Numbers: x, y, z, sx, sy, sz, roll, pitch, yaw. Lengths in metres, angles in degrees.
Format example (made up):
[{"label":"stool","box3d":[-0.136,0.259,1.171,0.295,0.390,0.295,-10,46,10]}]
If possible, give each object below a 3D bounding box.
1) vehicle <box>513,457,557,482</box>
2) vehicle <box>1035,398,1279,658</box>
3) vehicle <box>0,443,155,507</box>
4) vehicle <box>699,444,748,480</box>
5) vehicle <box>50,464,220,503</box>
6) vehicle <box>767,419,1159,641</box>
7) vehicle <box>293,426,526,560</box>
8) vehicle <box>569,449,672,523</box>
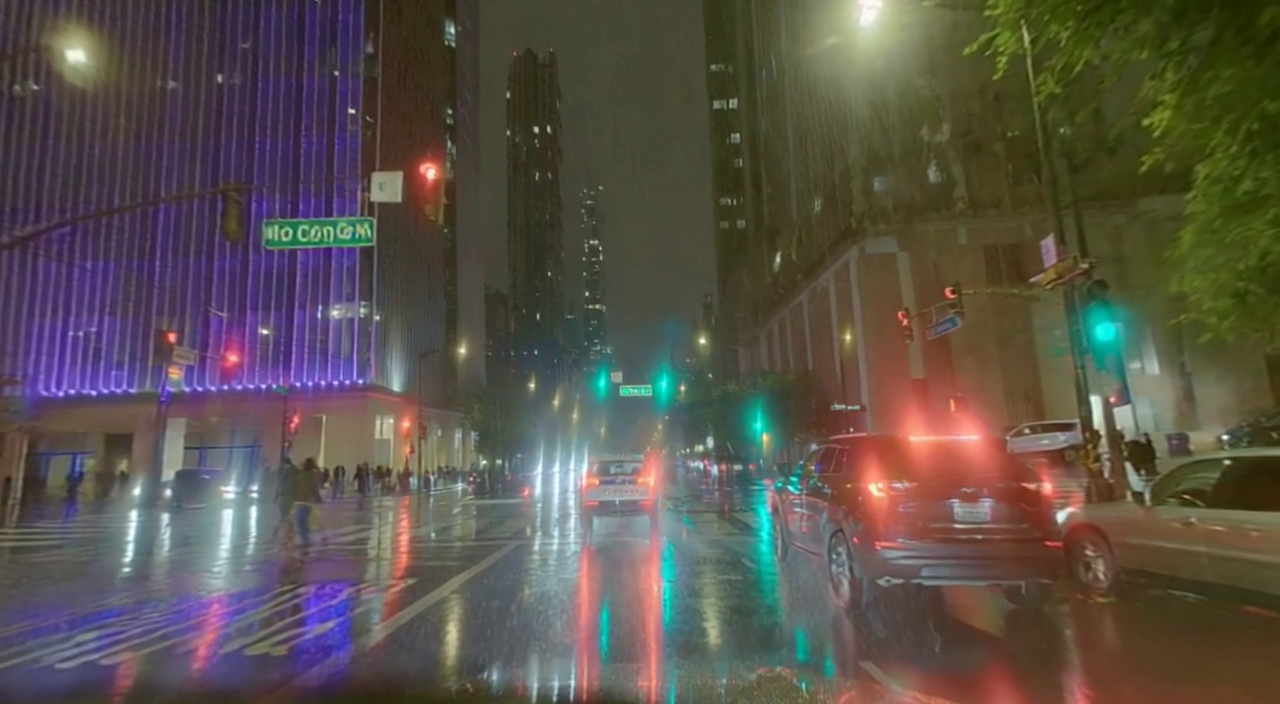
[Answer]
[{"label":"vehicle","box3d":[-6.695,7.564,40.897,2.052,1.471,4.225,0,-8,1]},{"label":"vehicle","box3d":[5.876,1.406,5.301,2.123,1.936,4.538,0,-8,0]},{"label":"vehicle","box3d":[-30.883,6.680,34.752,5.896,3.276,2.809,0,-8,0]},{"label":"vehicle","box3d":[5.666,7.558,43.805,2.420,2.300,5.313,0,-8,-3]},{"label":"vehicle","box3d":[-20.254,5.283,25.513,5.153,1.449,1.966,0,-8,0]},{"label":"vehicle","box3d":[3.040,1.758,7.442,2.072,1.735,4.759,0,-8,0]},{"label":"vehicle","box3d":[-3.686,2.354,11.482,2.190,1.840,5.272,0,-8,0]},{"label":"vehicle","box3d":[-0.405,3.065,15.027,2.092,1.454,4.132,0,-8,0]}]
